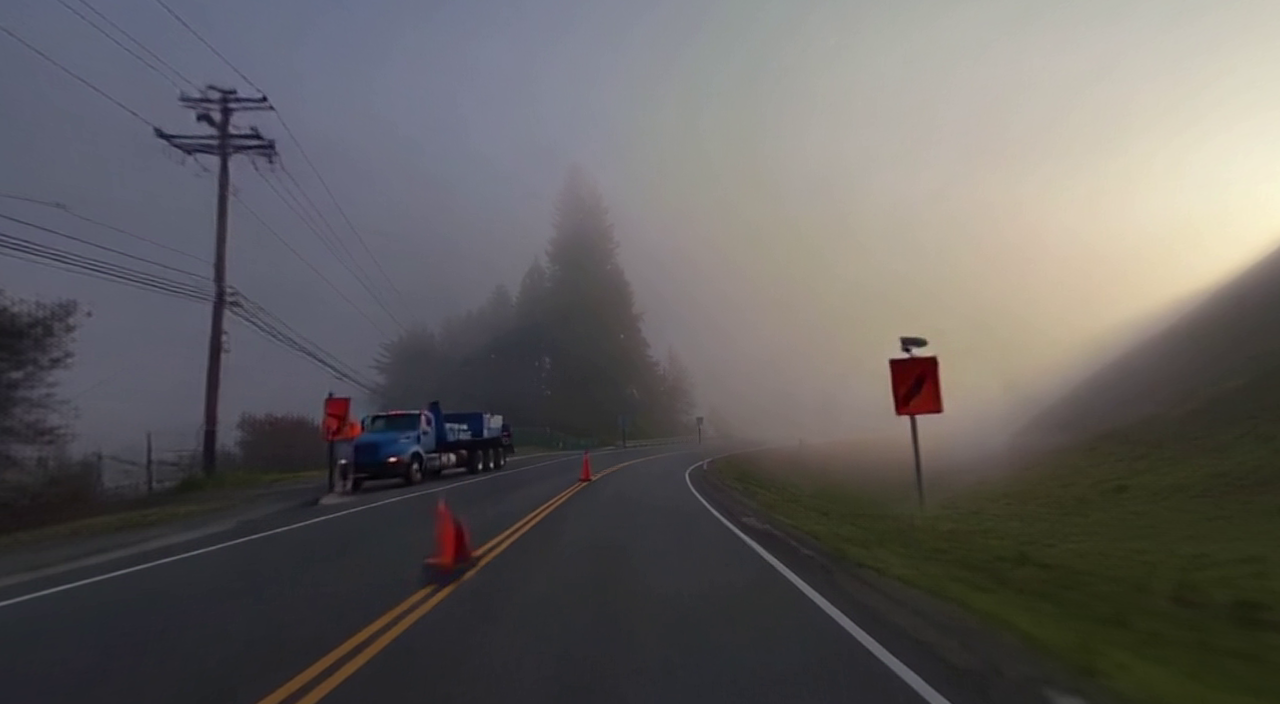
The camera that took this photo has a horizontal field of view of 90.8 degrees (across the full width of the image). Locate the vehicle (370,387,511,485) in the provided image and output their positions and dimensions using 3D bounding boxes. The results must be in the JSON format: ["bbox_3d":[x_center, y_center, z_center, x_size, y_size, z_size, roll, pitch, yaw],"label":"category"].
[{"bbox_3d":[-7.641,3.372,25.317,3.031,3.185,7.053,-4,-8,3],"label":"vehicle"}]
